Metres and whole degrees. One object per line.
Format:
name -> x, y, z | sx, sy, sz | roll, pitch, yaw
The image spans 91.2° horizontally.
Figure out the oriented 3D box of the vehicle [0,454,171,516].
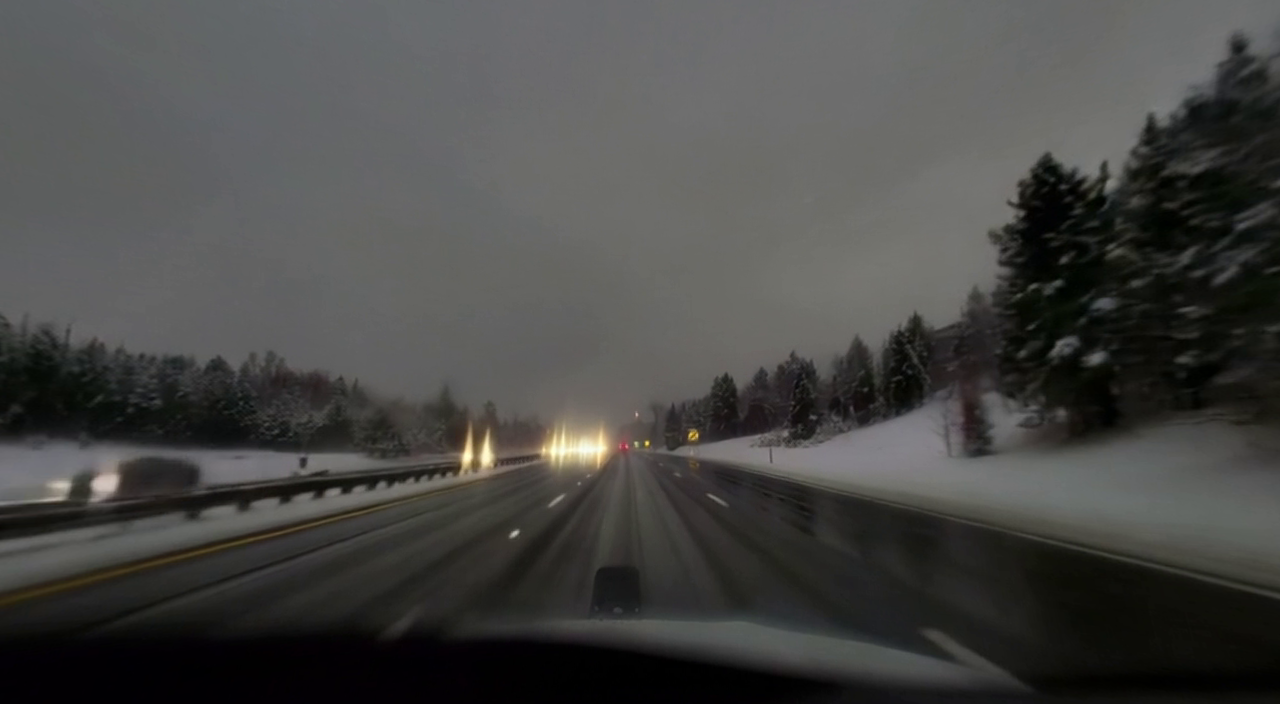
vehicle -> -16.911, 3.906, 18.983 | 1.936, 1.576, 4.524 | 0, -9, -1
